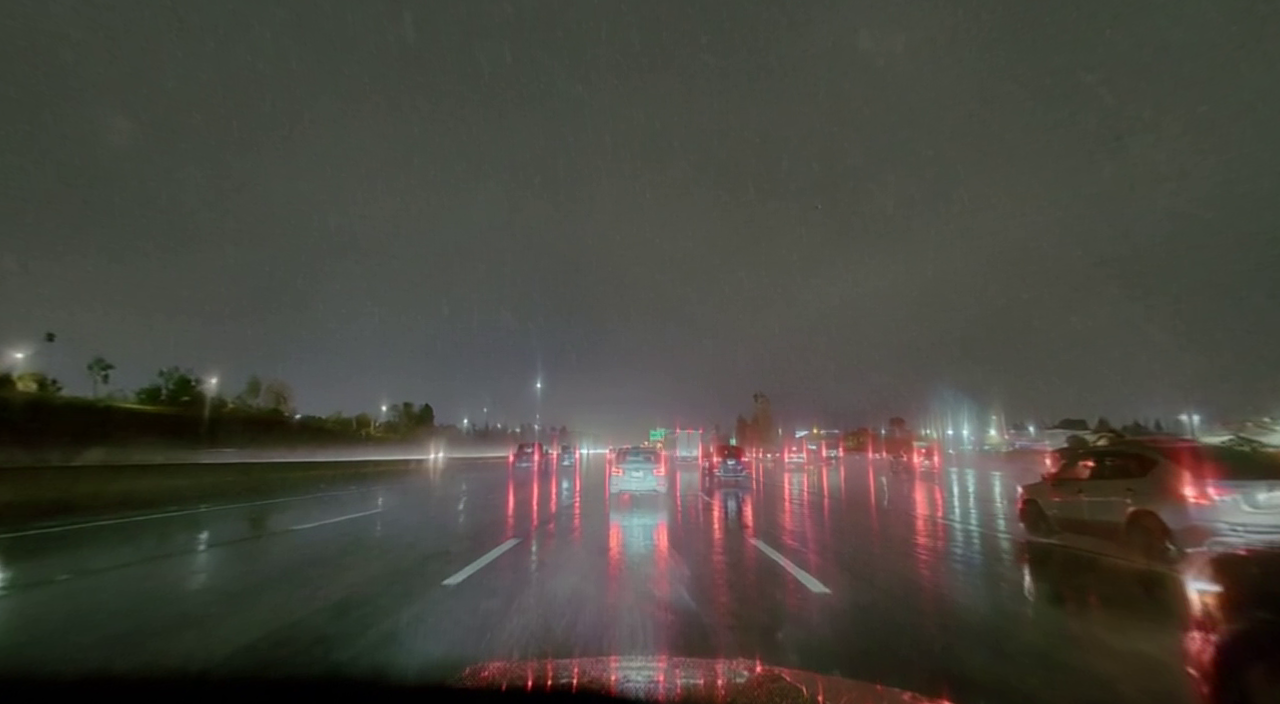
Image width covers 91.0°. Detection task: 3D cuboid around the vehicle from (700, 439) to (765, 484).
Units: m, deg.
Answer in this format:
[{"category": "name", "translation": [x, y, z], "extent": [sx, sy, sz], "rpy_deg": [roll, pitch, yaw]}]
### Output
[{"category": "vehicle", "translation": [3.687, 4.462, 25.833], "extent": [2.053, 1.666, 4.106], "rpy_deg": [0, -9, 0]}]

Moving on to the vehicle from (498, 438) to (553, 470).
[{"category": "vehicle", "translation": [-7.681, 6.951, 42.974], "extent": [2.487, 1.986, 6.157], "rpy_deg": [0, -9, 1]}]

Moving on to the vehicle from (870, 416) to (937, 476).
[{"category": "vehicle", "translation": [17.351, 6.204, 41.664], "extent": [2.777, 3.740, 3.338], "rpy_deg": [1, -9, -1]}]

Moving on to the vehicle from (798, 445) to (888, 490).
[{"category": "vehicle", "translation": [7.475, 4.274, 23.656], "extent": [1.942, 1.482, 4.250], "rpy_deg": [0, -9, 0]}]

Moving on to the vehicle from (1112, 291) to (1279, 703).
[{"category": "vehicle", "translation": [3.401, 0.470, 0.566], "extent": [2.215, 1.879, 4.845], "rpy_deg": [0, -9, 1]}]

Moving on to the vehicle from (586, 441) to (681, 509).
[{"category": "vehicle", "translation": [-0.131, 3.081, 16.214], "extent": [2.132, 1.499, 4.038], "rpy_deg": [0, -9, 1]}]

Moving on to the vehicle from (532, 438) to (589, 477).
[{"category": "vehicle", "translation": [-3.788, 5.165, 30.938], "extent": [2.079, 1.741, 4.436], "rpy_deg": [0, -9, 2]}]
